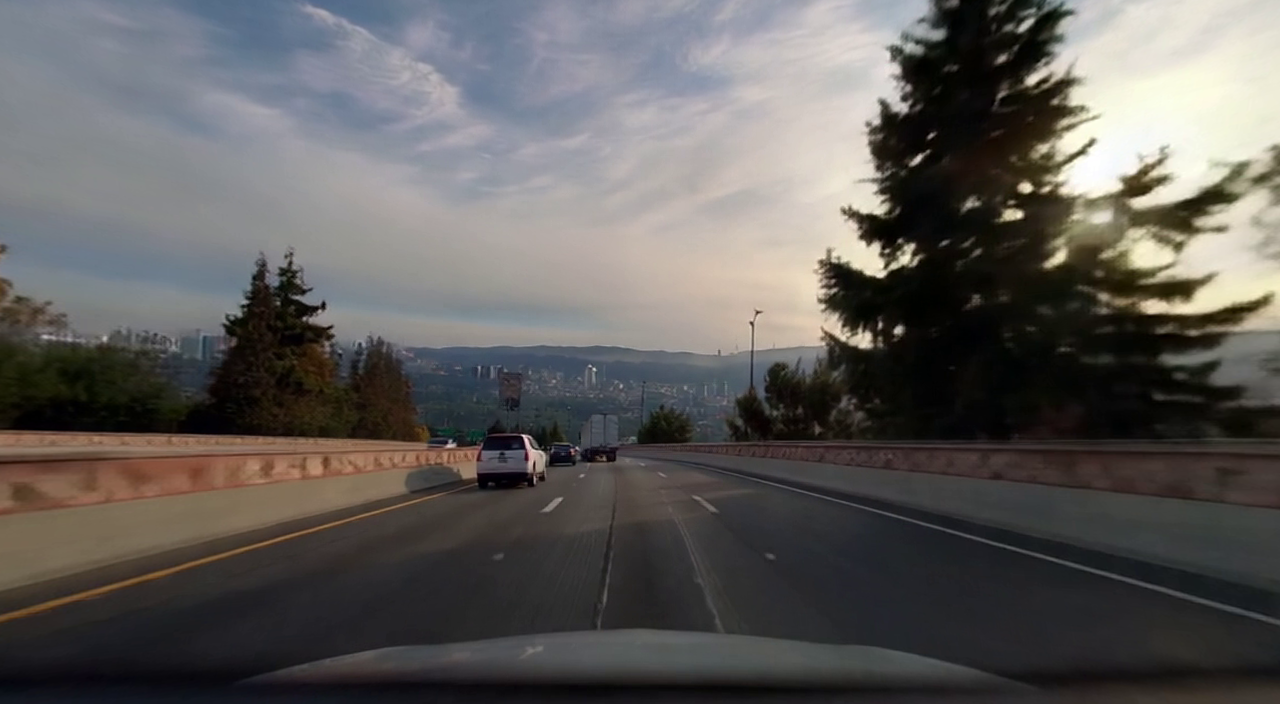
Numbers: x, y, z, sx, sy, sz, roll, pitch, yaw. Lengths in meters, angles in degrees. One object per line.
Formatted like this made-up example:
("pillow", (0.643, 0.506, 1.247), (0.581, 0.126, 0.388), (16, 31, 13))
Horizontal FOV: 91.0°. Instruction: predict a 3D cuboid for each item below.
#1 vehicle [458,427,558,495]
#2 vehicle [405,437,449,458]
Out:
("vehicle", (-3.688, 3.149, 18.528), (2.041, 1.734, 4.391), (0, -9, -1))
("vehicle", (-15.539, 7.004, 46.231), (1.953, 1.501, 4.268), (1, -9, -3))
